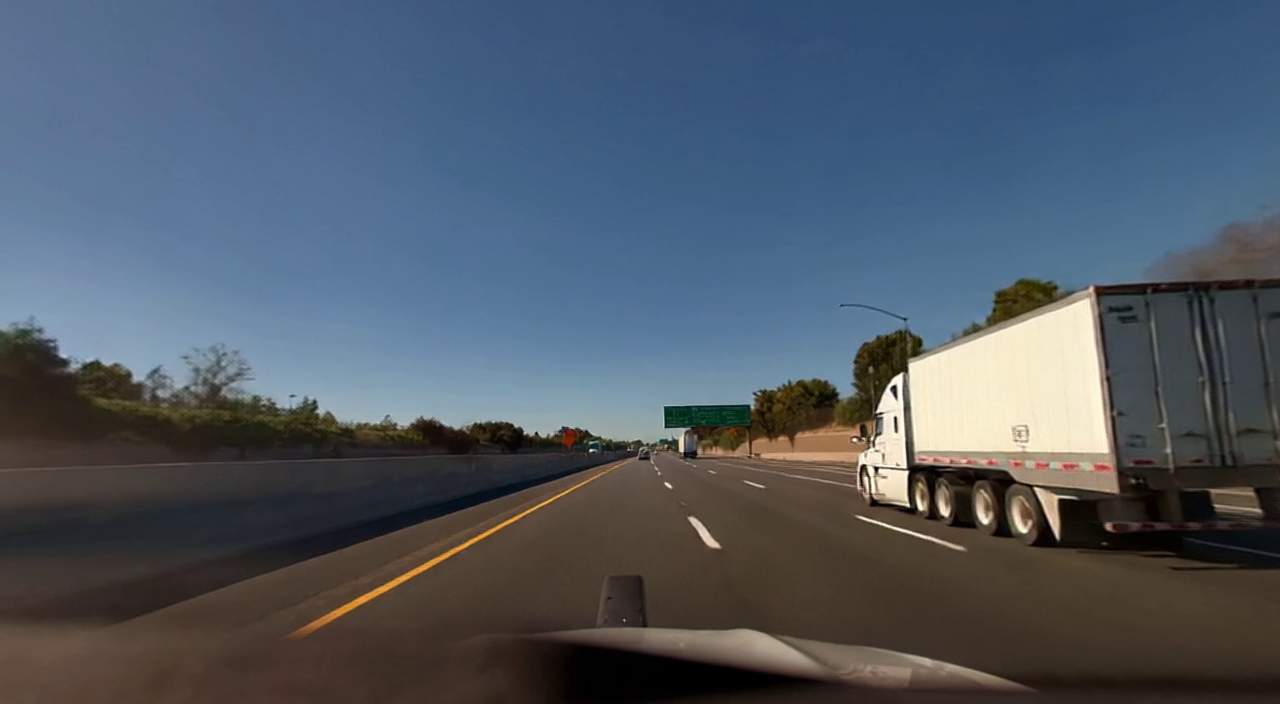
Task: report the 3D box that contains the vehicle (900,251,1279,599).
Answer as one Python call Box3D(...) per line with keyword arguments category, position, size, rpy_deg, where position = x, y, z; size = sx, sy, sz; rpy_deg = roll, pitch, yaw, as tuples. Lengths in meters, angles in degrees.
Box3D(category="vehicle", position=(6.923, 1.191, 9.537), size=(2.690, 3.197, 7.515), rpy_deg=(0, -9, 0))
